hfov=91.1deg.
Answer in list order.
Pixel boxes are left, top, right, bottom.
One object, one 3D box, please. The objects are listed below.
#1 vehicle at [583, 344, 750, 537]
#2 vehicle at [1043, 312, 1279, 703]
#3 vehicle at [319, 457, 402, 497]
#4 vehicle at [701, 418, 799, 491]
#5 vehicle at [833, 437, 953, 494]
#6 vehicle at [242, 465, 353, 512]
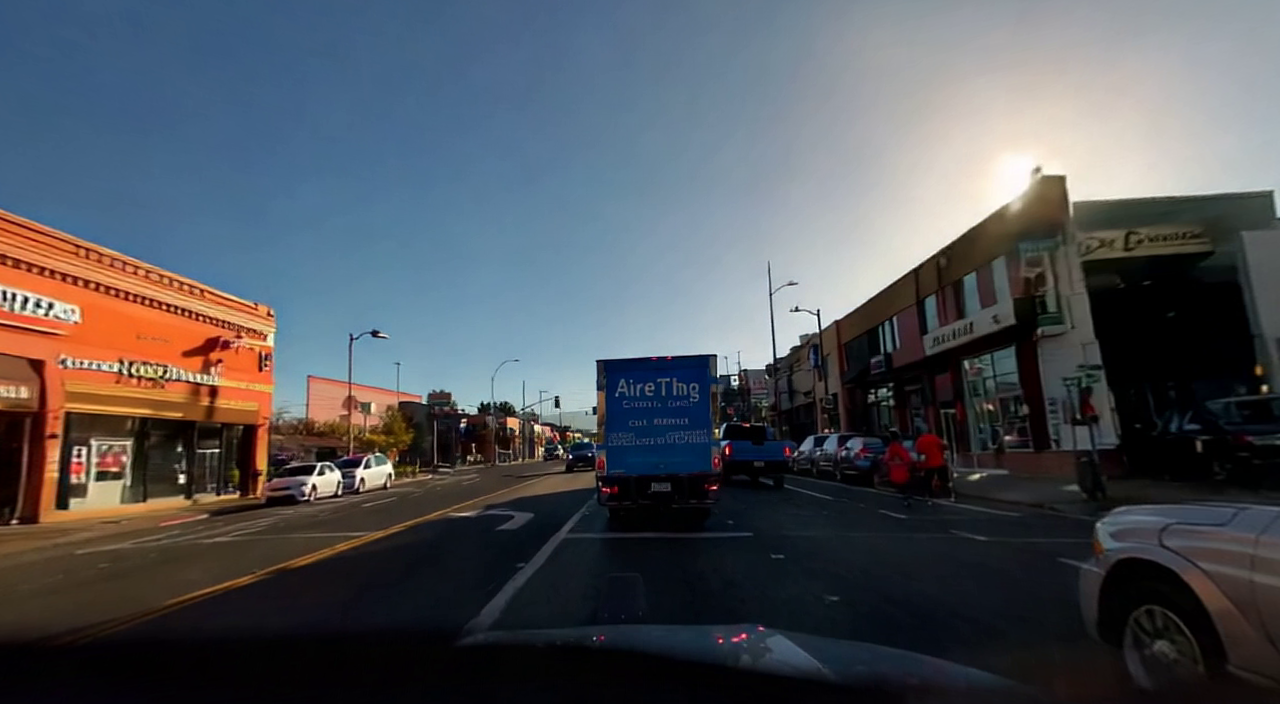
[{"bbox_3d":[0.275,1.779,12.685,2.517,2.926,6.177,0,-9,-2],"label":"vehicle"},{"bbox_3d":[3.436,0.607,1.415,2.104,1.786,4.498,-1,-9,2],"label":"vehicle"},{"bbox_3d":[-13.247,5.928,30.083,1.943,1.682,4.365,0,-8,0],"label":"vehicle"},{"bbox_3d":[3.426,3.349,20.781,2.346,2.062,5.236,0,-8,1],"label":"vehicle"},{"bbox_3d":[7.646,3.446,19.470,1.951,1.548,4.290,0,-9,1],"label":"vehicle"},{"bbox_3d":[-13.381,5.321,24.865,1.901,1.508,4.405,0,-8,0],"label":"vehicle"}]
